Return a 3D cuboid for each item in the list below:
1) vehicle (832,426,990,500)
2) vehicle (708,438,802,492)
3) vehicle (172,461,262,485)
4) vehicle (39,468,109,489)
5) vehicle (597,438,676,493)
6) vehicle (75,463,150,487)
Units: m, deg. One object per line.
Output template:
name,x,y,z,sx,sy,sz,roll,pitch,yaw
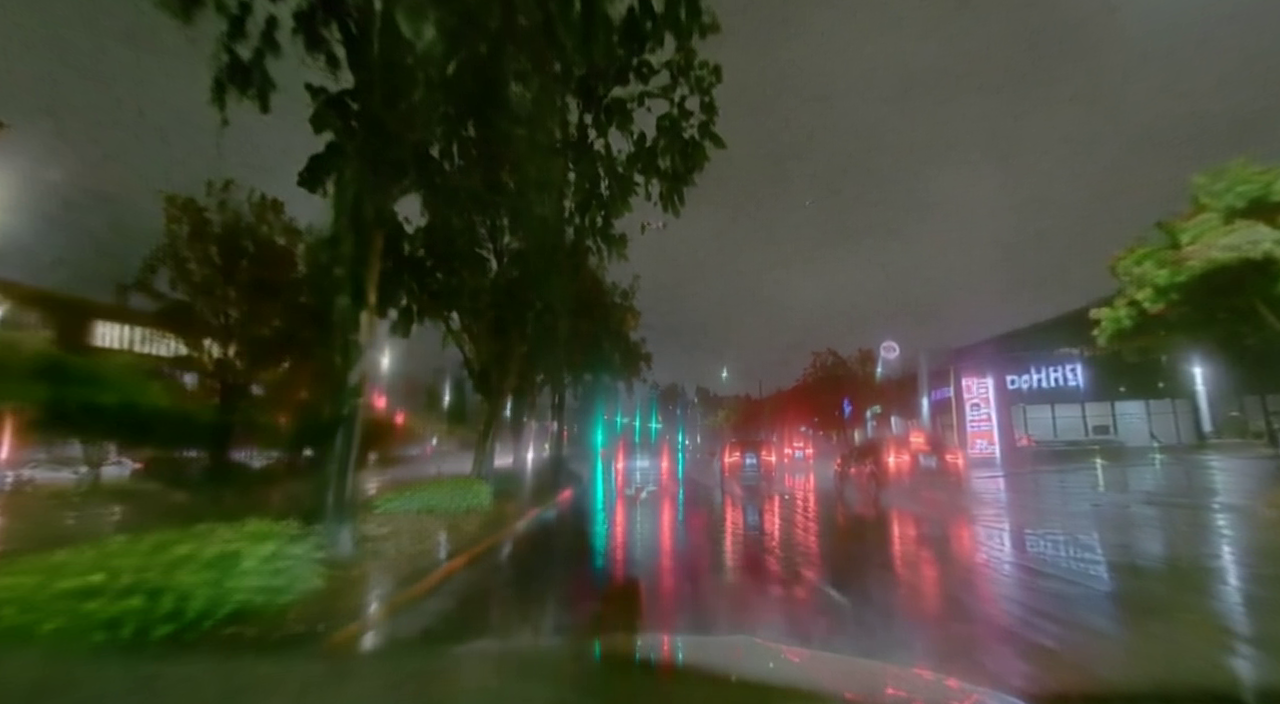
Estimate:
vehicle,7.070,2.957,17.208,2.052,1.708,4.842,0,-9,-1
vehicle,3.403,3.428,19.520,1.993,1.477,4.240,0,-9,-2
vehicle,-28.230,8.076,42.283,4.693,1.499,1.838,0,-9,0
vehicle,-43.932,9.811,49.146,1.926,1.430,3.780,0,-9,-1
vehicle,-0.175,3.347,18.967,2.101,1.444,4.248,0,-9,-2
vehicle,-41.124,9.607,49.407,1.864,1.585,4.629,-2,-8,0
